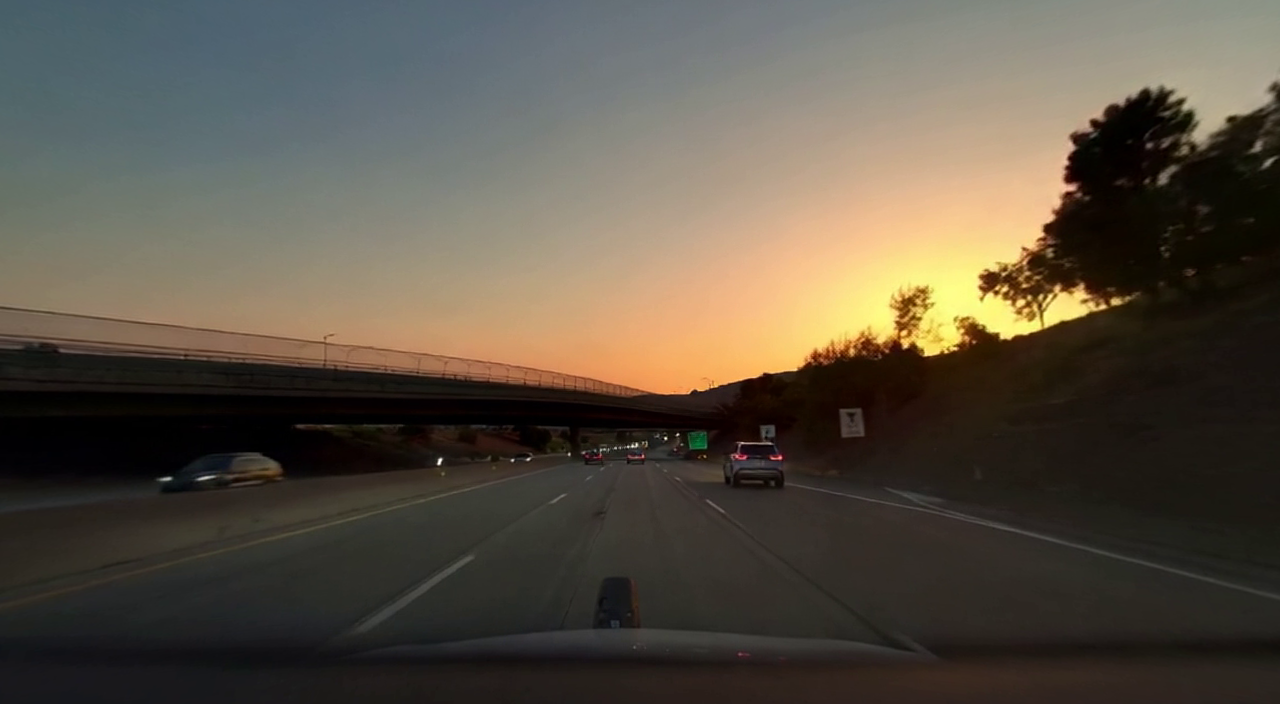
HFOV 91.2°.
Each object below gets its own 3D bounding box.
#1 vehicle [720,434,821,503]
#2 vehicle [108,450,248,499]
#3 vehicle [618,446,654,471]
[{"bbox_3d":[3.501,3.220,17.717,2.143,1.667,4.221,-1,-9,3],"label":"vehicle"},{"bbox_3d":[-17.475,4.618,24.064,1.989,1.664,4.719,0,-9,-3],"label":"vehicle"},{"bbox_3d":[-0.235,7.157,42.213,1.969,1.595,3.964,-2,-9,6],"label":"vehicle"}]
